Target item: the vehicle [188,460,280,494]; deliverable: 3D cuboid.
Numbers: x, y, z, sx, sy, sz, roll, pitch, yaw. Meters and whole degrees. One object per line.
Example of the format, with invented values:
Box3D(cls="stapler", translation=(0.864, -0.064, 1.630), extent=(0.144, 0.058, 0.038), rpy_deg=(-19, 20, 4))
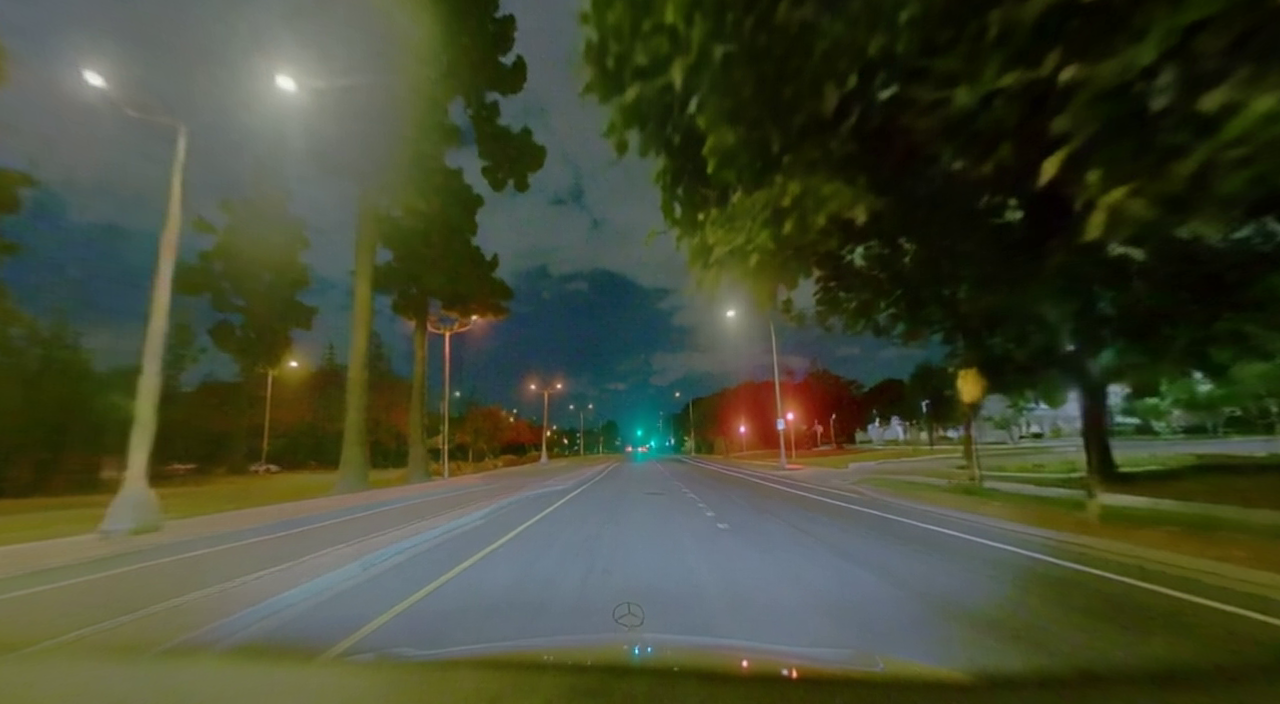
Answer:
Box3D(cls="vehicle", translation=(-21.821, 6.699, 34.185), extent=(2.014, 1.522, 4.398), rpy_deg=(-3, -8, 1))
